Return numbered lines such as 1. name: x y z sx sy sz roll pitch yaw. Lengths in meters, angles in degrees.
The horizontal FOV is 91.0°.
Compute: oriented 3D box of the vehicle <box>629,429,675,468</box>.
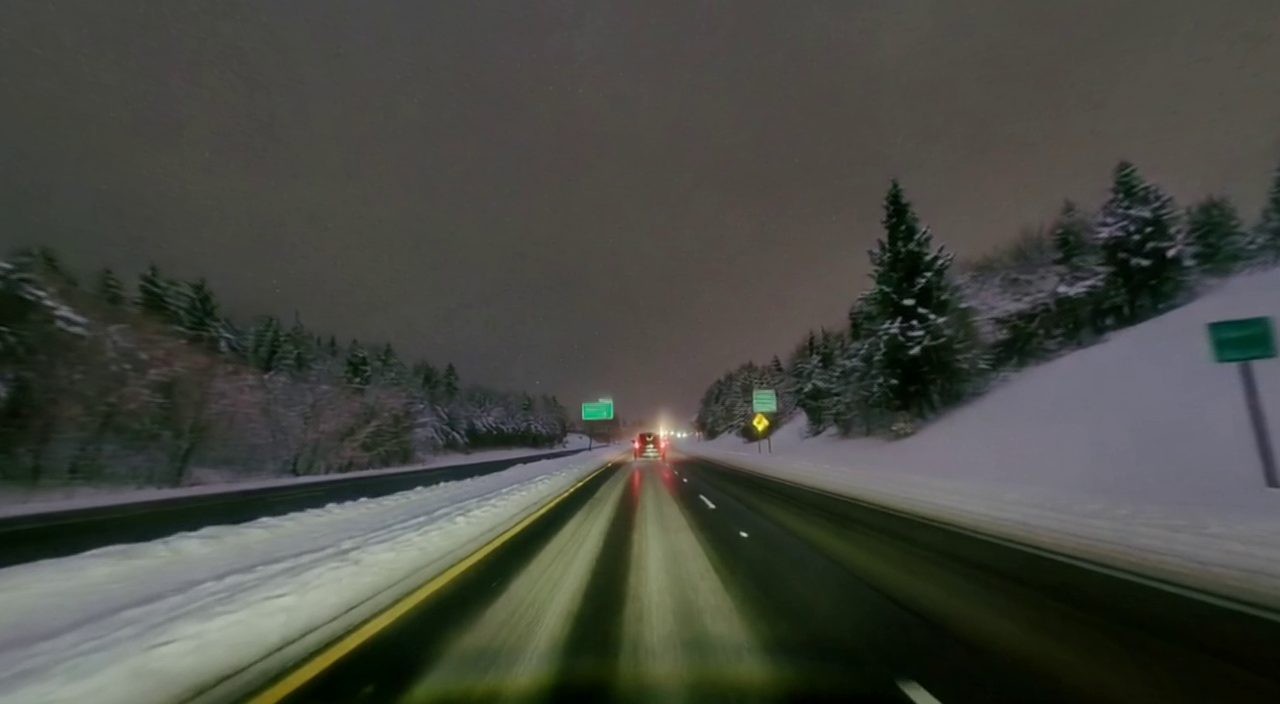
1. vehicle: 0.650 5.156 33.890 2.301 1.944 4.554 0 -8 1
